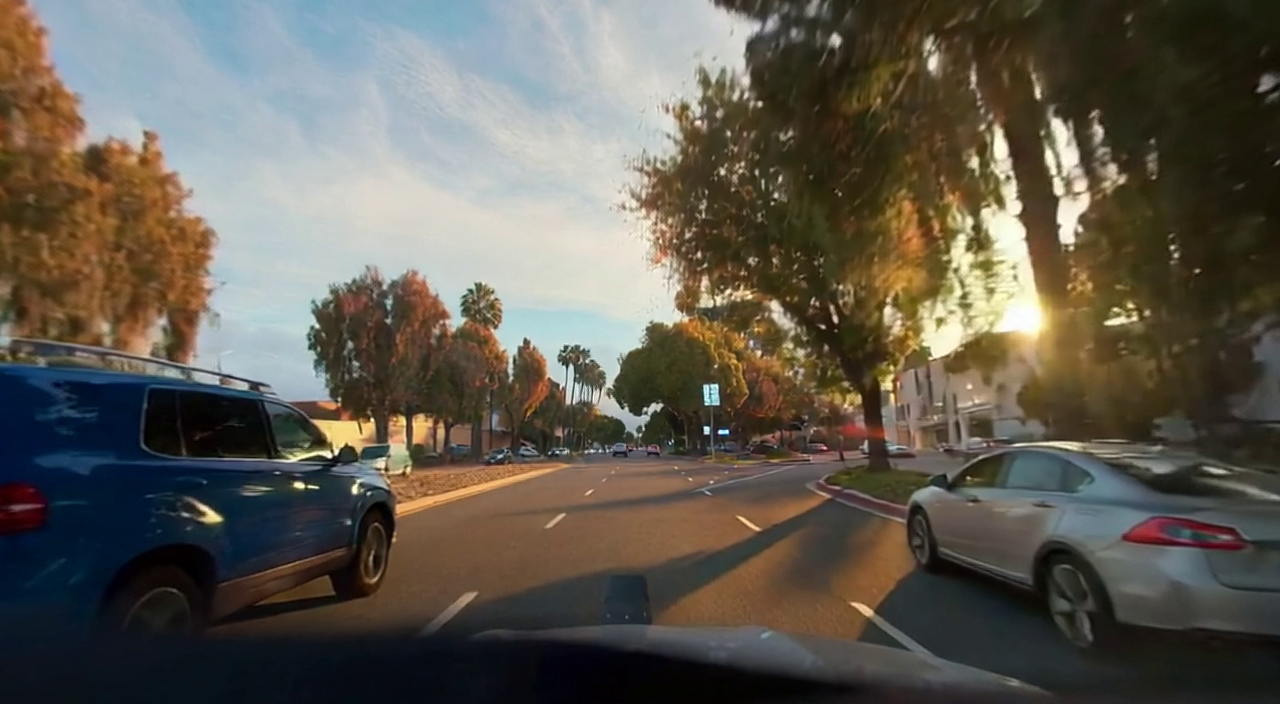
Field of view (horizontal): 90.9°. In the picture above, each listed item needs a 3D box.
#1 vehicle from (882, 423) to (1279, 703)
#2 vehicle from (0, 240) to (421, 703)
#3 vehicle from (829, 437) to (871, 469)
[{"bbox_3d":[3.789,1.405,5.172,1.978,1.455,4.582,-1,-9,3],"label":"vehicle"},{"bbox_3d":[-3.314,0.900,4.051,2.152,1.987,4.527,0,-9,0],"label":"vehicle"},{"bbox_3d":[13.033,6.198,38.861,2.180,1.808,4.462,-3,-9,20],"label":"vehicle"}]
